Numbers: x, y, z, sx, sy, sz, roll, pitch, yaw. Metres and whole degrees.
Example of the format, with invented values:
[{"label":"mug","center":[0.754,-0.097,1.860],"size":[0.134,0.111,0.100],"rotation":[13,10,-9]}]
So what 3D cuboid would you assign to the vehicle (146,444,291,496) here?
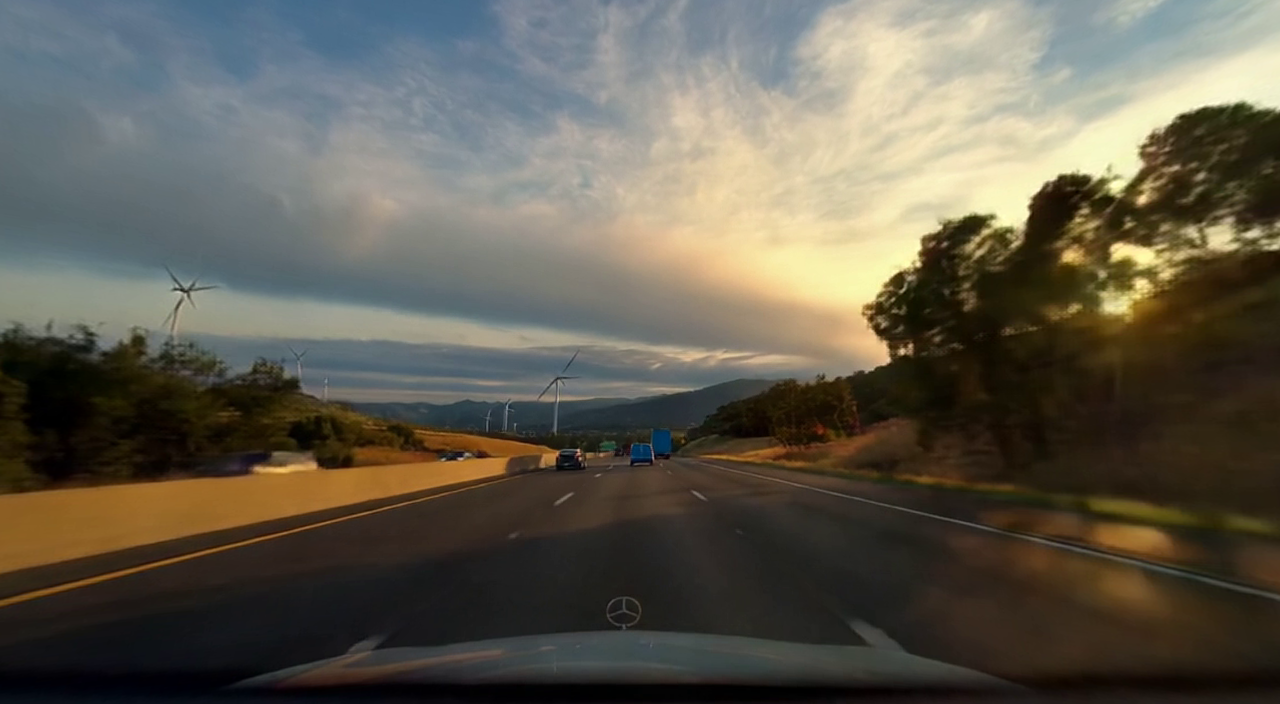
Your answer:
[{"label":"vehicle","center":[-15.520,4.348,23.615],"size":[2.091,1.697,4.796],"rotation":[0,-9,0]}]

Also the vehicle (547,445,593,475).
[{"label":"vehicle","center":[-3.763,5.897,34.662],"size":[1.984,1.491,4.341],"rotation":[0,-9,1]}]

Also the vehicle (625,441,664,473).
[{"label":"vehicle","center":[0.214,5.941,35.920],"size":[2.083,1.689,4.083],"rotation":[0,-9,0]}]
